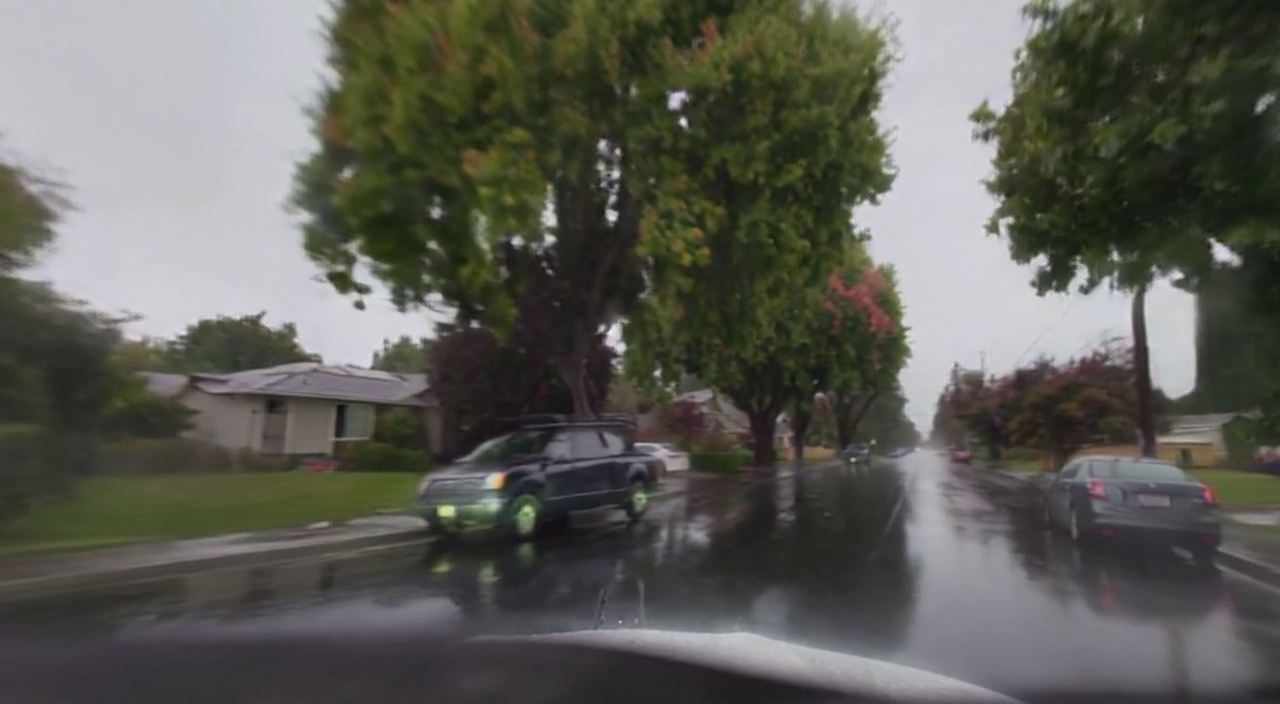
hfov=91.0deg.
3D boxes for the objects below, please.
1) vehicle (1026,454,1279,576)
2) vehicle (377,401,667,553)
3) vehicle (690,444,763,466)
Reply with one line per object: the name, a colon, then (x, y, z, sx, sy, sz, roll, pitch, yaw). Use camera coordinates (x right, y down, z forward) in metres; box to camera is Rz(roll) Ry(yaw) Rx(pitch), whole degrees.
vehicle: (7.902, 2.424, 10.320, 1.959, 1.431, 4.647, -4, -10, 23)
vehicle: (-1.689, 2.236, 11.970, 2.337, 2.084, 6.088, -4, -10, 23)
vehicle: (6.362, 7.581, 46.348, 4.977, 1.558, 2.079, -4, -10, 25)
